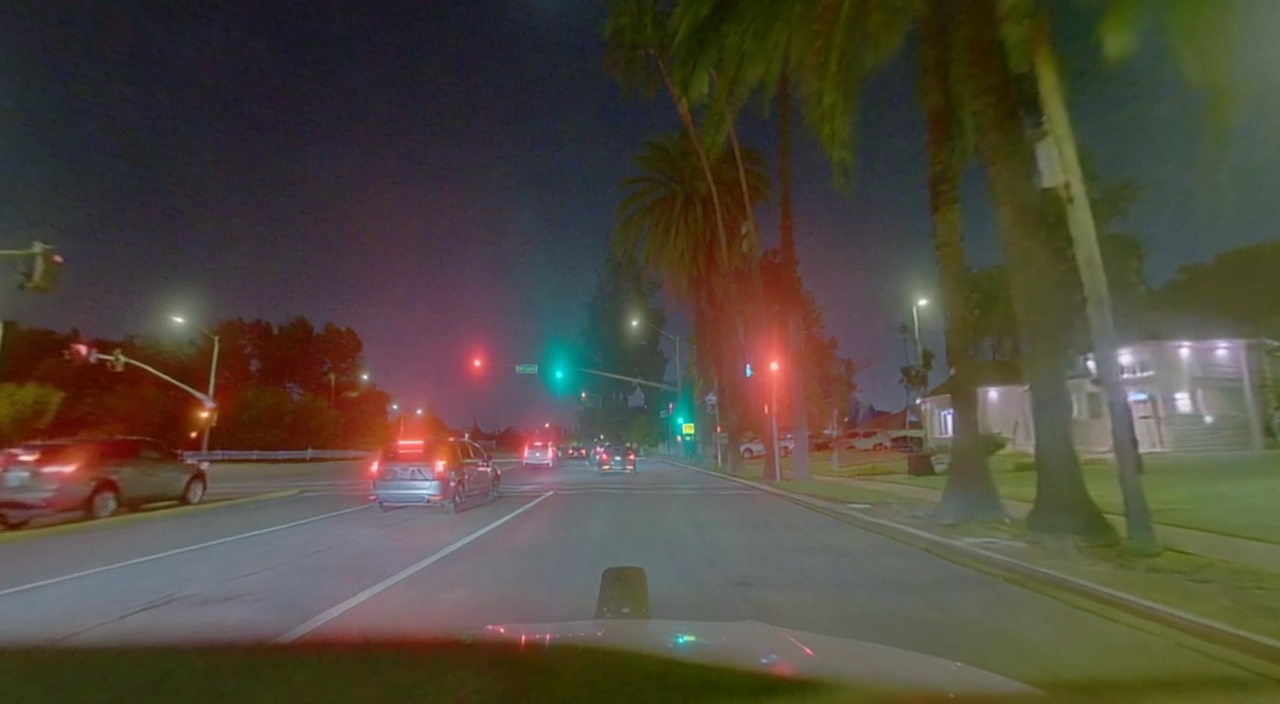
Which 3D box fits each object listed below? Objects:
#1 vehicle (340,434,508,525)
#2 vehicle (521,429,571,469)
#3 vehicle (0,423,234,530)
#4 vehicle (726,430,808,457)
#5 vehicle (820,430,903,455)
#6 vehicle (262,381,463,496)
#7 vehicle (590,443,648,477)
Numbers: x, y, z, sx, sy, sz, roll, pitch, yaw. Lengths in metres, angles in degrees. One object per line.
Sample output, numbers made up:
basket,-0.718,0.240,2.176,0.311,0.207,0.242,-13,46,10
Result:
vehicle,-3.928,2.365,12.327,1.709,1.425,4.337,-1,-8,1
vehicle,-4.724,4.936,32.315,2.032,1.852,4.571,-1,-8,-2
vehicle,-10.799,2.311,12.358,2.364,1.648,5.116,-1,-8,-2
vehicle,8.377,6.043,41.651,4.742,1.690,2.218,2,-9,-19
vehicle,14.232,5.814,40.534,4.615,1.555,2.021,2,-9,-15
vehicle,-7.535,2.535,18.407,2.821,2.701,6.721,-1,-8,0
vehicle,-0.901,4.291,25.313,2.131,1.222,3.868,0,-8,-3
